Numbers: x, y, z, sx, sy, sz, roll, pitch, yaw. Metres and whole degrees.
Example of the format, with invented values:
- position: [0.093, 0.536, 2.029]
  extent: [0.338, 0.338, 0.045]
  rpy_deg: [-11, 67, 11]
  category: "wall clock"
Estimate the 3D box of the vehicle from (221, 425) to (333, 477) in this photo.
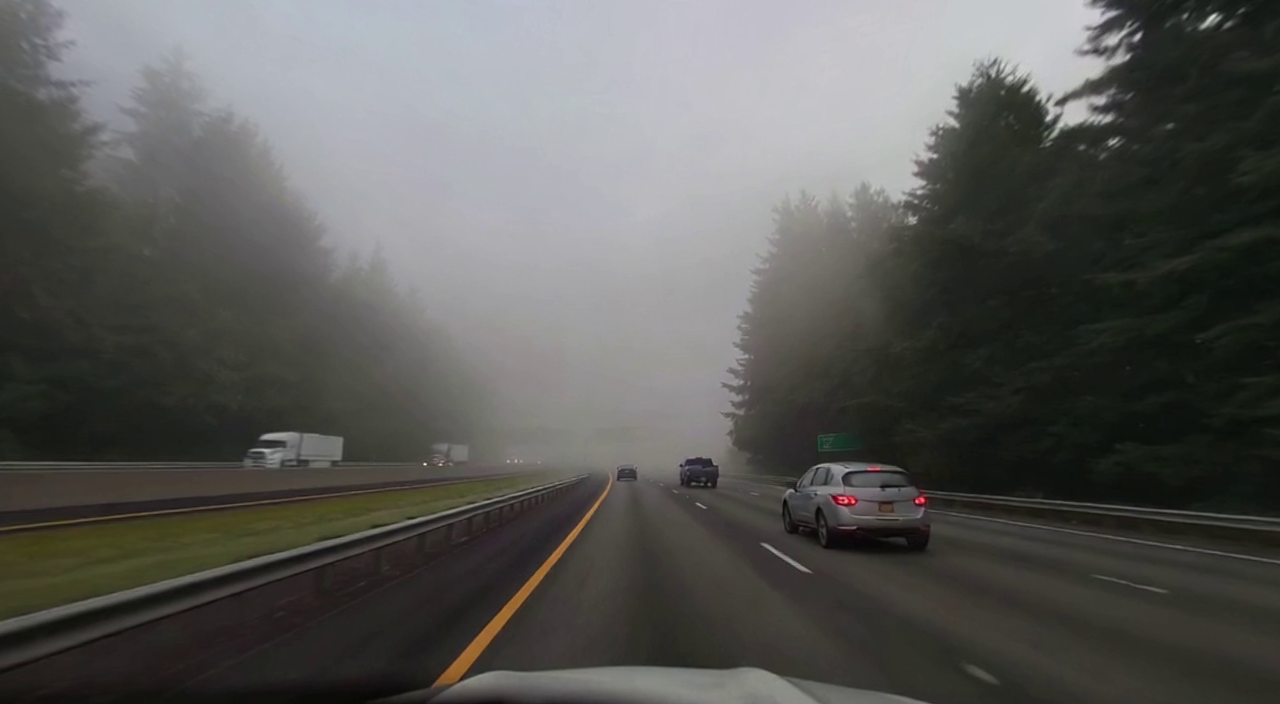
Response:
- position: [-21.627, 6.075, 38.080]
  extent: [2.359, 2.790, 7.380]
  rpy_deg: [1, -10, -1]
  category: "vehicle"

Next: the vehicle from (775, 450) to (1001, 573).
- position: [3.932, 2.620, 10.959]
  extent: [2.132, 1.662, 4.180]
  rpy_deg: [1, -10, -1]
  category: "vehicle"

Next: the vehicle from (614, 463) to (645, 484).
- position: [-0.819, 9.342, 48.499]
  extent: [2.242, 1.525, 4.305]
  rpy_deg: [1, -10, -1]
  category: "vehicle"
